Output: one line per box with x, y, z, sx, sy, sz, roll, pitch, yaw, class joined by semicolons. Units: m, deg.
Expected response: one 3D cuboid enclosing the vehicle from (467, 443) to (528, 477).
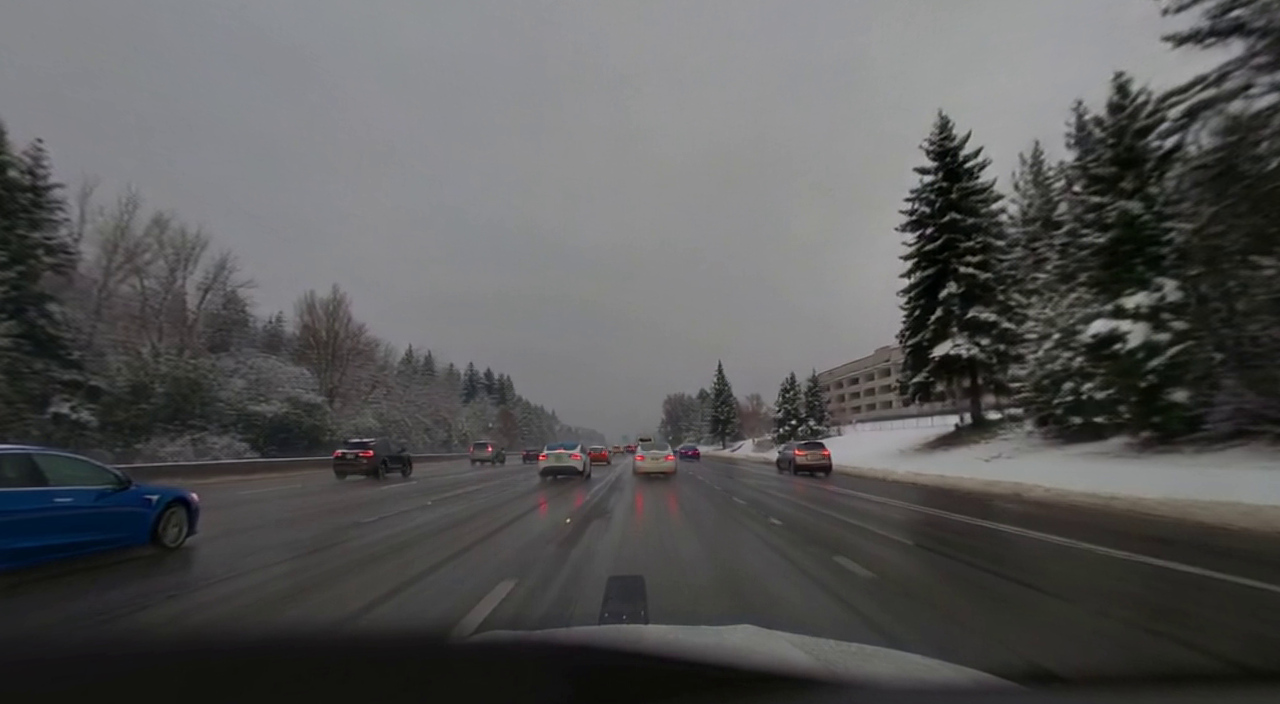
-6.681;5.090;29.947;1.886;1.455;4.148;-1;-8;1;vehicle

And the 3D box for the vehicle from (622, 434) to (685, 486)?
0.474;3.947;23.382;2.114;1.715;4.136;-1;-8;1;vehicle

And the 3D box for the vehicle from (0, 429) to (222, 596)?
-6.745;1.513;6.154;2.116;1.473;4.644;0;-8;0;vehicle

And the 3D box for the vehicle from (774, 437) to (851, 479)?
7.755;4.788;28.794;2.071;1.754;4.484;0;-8;-2;vehicle

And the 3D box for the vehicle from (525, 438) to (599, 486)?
-2.782;4.056;23.625;2.102;1.624;4.257;-1;-8;2;vehicle

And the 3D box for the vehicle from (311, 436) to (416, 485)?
-10.388;4.092;24.101;1.947;1.683;4.331;-1;-8;1;vehicle
